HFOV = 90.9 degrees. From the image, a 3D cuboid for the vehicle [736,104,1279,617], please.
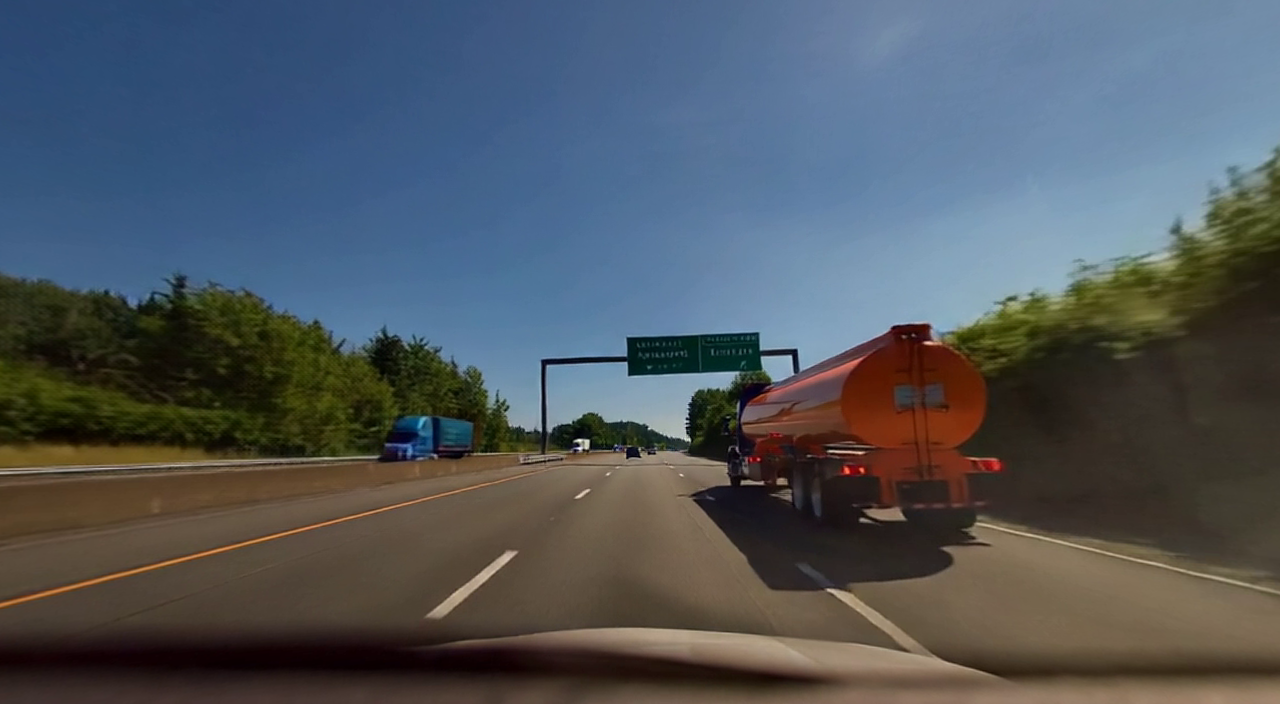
[{"bbox_3d":[4.333,0.969,11.741,2.784,4.080,13.516,-2,-9,-1],"label":"vehicle"}]
